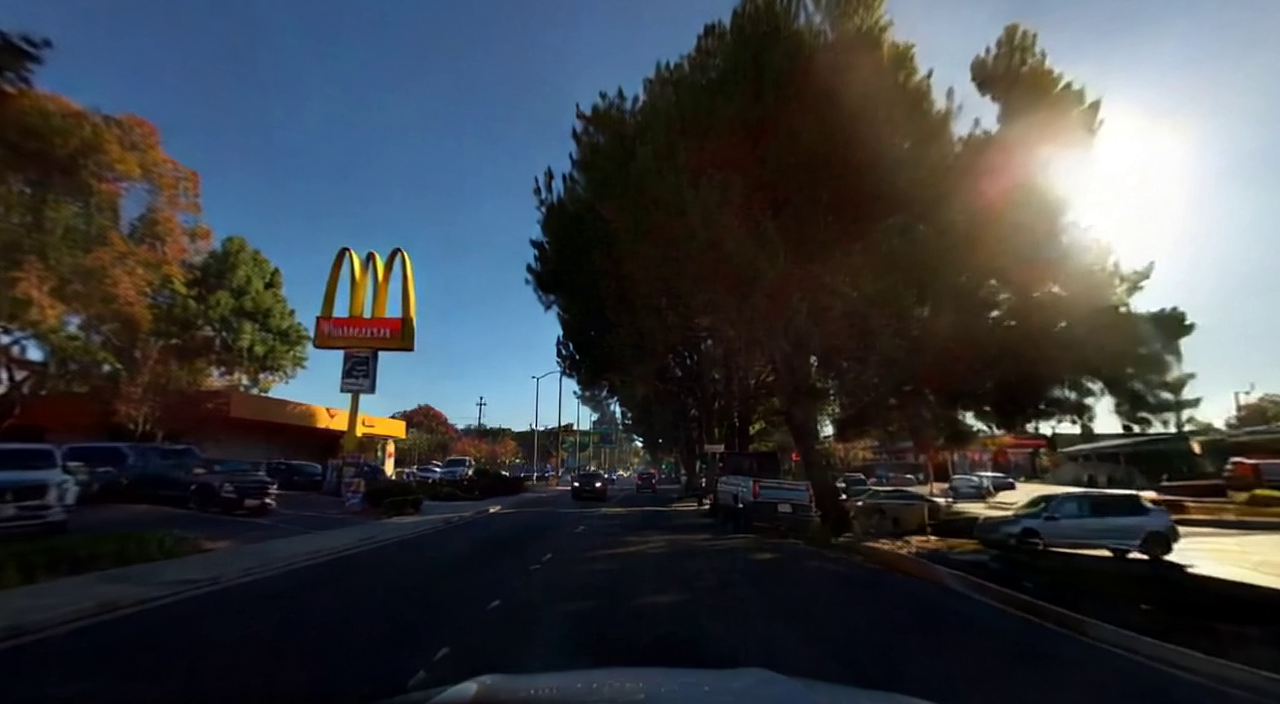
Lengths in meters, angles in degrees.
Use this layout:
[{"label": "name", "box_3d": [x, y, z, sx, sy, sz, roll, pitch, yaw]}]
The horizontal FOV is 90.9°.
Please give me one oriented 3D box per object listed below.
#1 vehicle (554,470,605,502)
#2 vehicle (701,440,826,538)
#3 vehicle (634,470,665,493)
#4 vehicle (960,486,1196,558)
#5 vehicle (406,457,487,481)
[{"label": "vehicle", "box_3d": [-2.948, 6.665, 31.615, 1.999, 1.467, 4.256, 0, -11, 1]}, {"label": "vehicle", "box_3d": [2.914, 3.446, 16.250, 2.153, 2.074, 5.188, 1, -11, 0]}, {"label": "vehicle", "box_3d": [0.672, 8.629, 42.186, 1.993, 1.454, 3.810, 0, -11, 1]}, {"label": "vehicle", "box_3d": [10.078, 3.940, 14.777, 4.123, 1.446, 1.807, 1, -11, 0]}, {"label": "vehicle", "box_3d": [-12.878, 7.804, 42.069, 4.677, 1.478, 1.904, 0, -11, 5]}]
